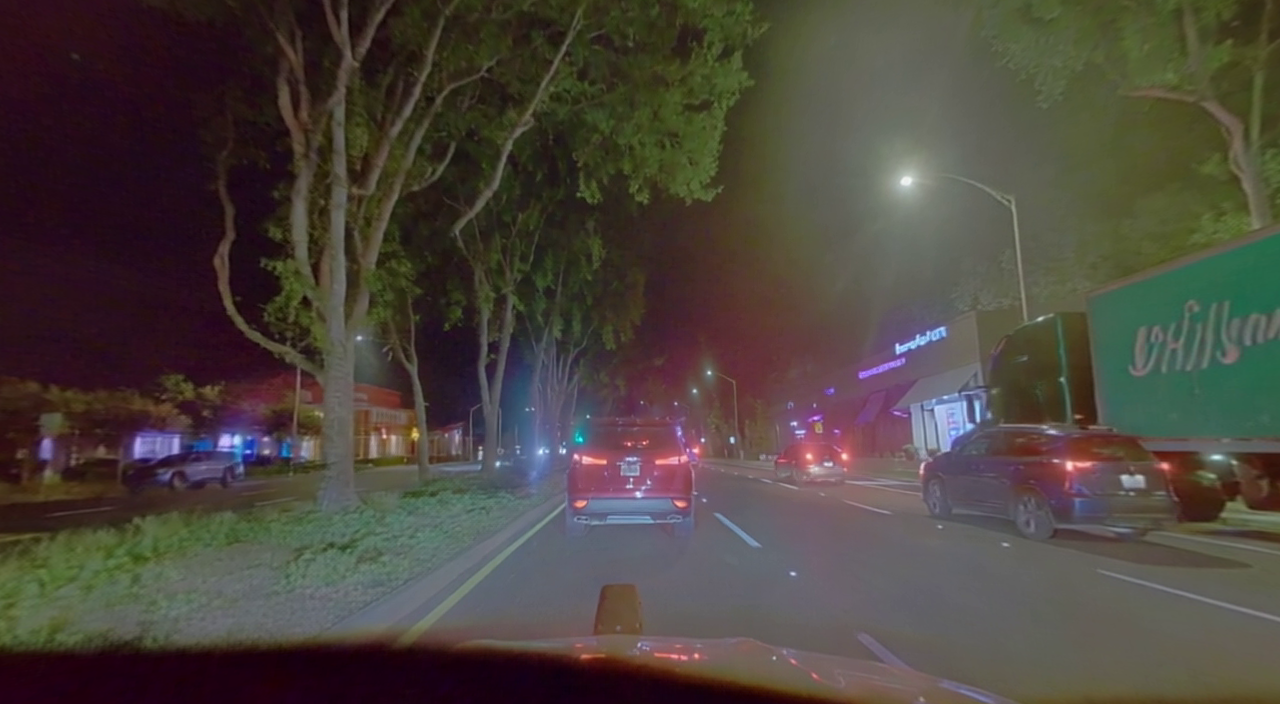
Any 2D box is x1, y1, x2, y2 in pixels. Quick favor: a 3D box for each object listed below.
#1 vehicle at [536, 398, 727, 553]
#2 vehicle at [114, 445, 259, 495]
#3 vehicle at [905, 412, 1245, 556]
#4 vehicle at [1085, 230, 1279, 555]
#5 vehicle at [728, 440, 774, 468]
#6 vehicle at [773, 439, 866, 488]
[{"bbox_3d":[-0.142,1.811,9.868,2.320,1.880,4.192,0,-8,-1],"label":"vehicle"},{"bbox_3d":[-19.299,4.991,27.304,2.302,1.939,5.221,0,-8,1],"label":"vehicle"},{"bbox_3d":[6.184,1.916,9.868,2.056,1.703,4.428,0,-8,-1],"label":"vehicle"},{"bbox_3d":[9.957,-0.237,3.201,2.879,4.284,17.334,0,-8,0],"label":"vehicle"},{"bbox_3d":[6.521,6.016,37.477,1.914,1.523,4.287,0,-8,-1],"label":"vehicle"},{"bbox_3d":[6.330,3.976,22.896,2.035,1.553,4.465,0,-8,0],"label":"vehicle"}]
